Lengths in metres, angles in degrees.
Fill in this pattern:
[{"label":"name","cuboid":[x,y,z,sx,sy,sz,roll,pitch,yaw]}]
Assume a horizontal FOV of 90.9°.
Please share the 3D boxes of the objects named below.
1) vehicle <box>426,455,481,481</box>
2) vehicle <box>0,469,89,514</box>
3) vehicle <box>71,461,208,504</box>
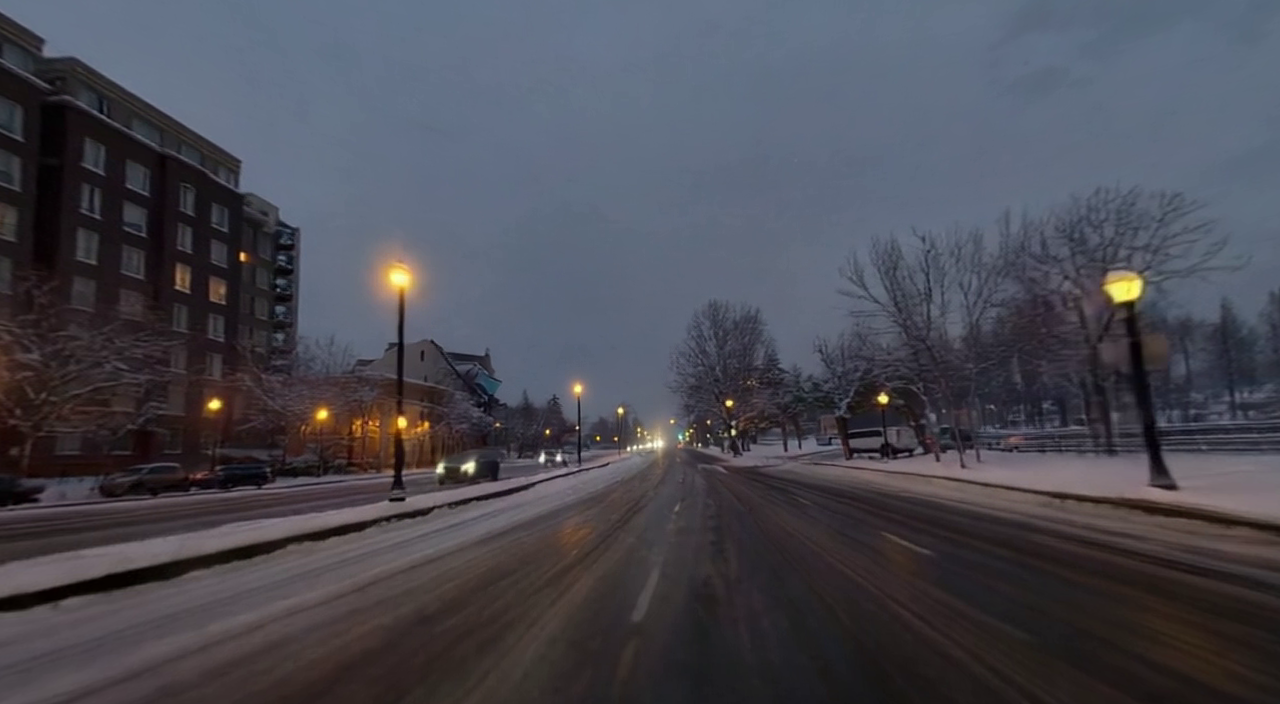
[{"label":"vehicle","cuboid":[-12.776,7.955,43.487,2.006,1.633,4.292,-1,-8,7]},{"label":"vehicle","cuboid":[-28.655,6.373,28.931,2.073,1.772,4.793,-1,-8,7]},{"label":"vehicle","cuboid":[-28.261,7.351,35.982,2.403,2.020,6.284,-1,-8,4]}]
